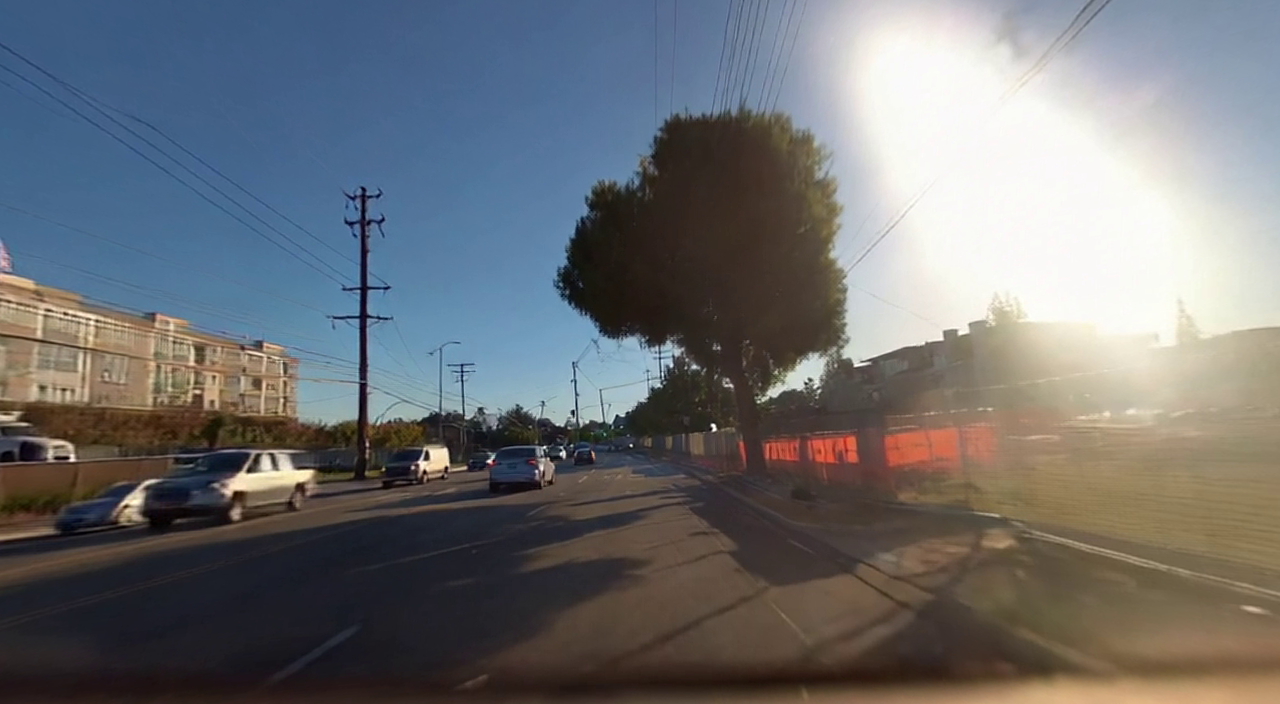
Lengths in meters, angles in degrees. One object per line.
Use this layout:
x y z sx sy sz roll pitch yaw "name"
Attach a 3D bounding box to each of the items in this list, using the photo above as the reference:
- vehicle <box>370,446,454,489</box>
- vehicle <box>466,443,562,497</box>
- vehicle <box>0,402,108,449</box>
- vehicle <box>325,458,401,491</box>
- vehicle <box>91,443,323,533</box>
-10.438 5.306 29.305 2.137 1.828 4.754 0 -9 0 "vehicle"
-3.800 3.638 19.805 2.020 1.489 4.469 0 -9 1 "vehicle"
-24.180 2.960 25.124 3.949 1.754 2.074 0 -8 1 "vehicle"
-14.184 6.292 32.547 1.943 1.506 4.471 0 -9 -1 "vehicle"
-10.288 3.235 15.628 2.206 1.845 4.917 0 -9 0 "vehicle"
